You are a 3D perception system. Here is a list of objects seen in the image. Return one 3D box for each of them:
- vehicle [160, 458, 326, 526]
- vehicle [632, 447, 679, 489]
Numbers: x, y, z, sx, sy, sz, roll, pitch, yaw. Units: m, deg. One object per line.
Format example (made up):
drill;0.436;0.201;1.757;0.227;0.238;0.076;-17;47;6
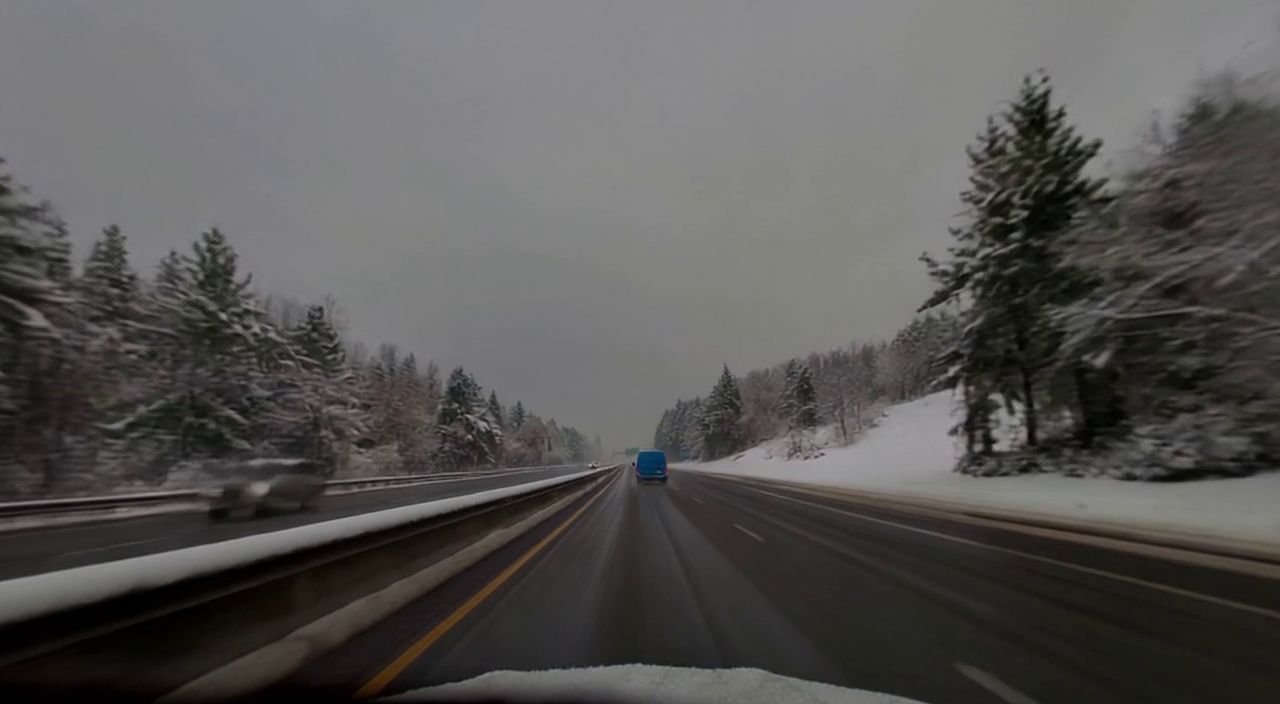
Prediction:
vehicle;-11.745;4.162;19.139;2.023;1.743;4.528;1;-10;0
vehicle;0.821;6.690;36.367;2.429;2.167;4.558;1;-11;-2
